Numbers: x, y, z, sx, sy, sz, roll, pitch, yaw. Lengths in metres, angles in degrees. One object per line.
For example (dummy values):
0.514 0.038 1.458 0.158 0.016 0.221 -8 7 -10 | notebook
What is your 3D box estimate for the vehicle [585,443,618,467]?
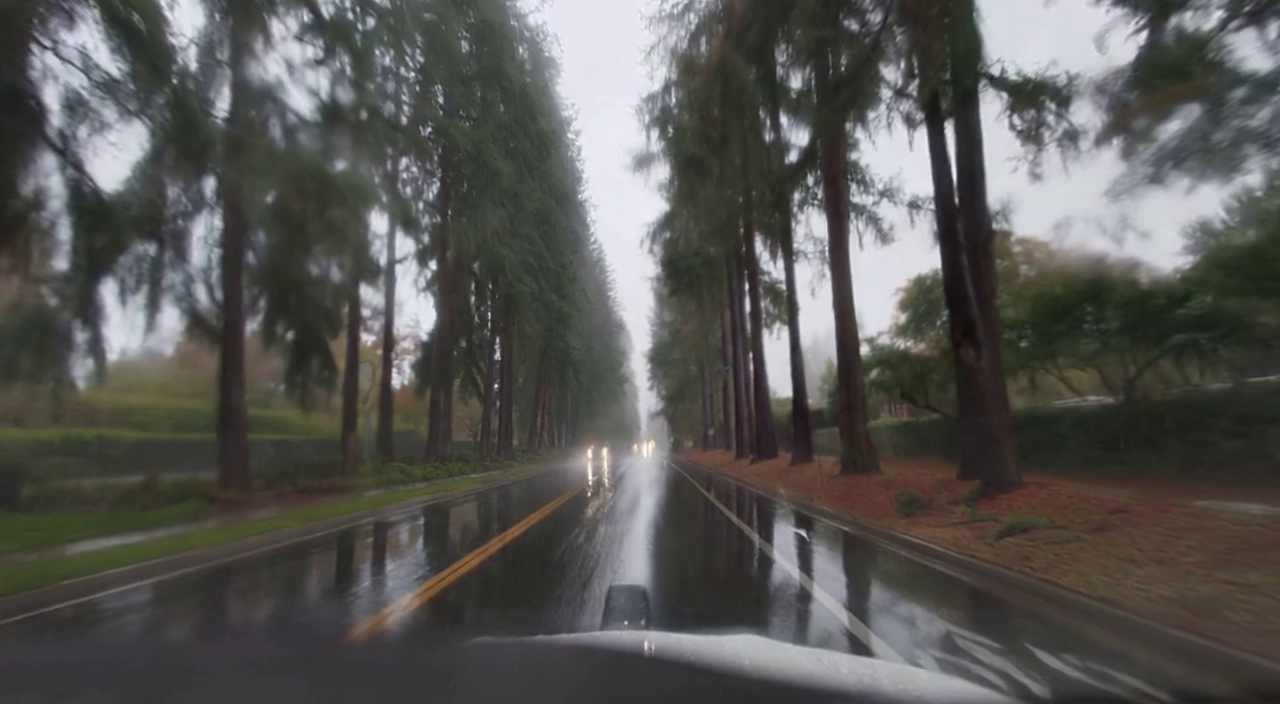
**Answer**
-2.963 8.039 49.451 2.087 1.821 4.738 0 -8 3 | vehicle
